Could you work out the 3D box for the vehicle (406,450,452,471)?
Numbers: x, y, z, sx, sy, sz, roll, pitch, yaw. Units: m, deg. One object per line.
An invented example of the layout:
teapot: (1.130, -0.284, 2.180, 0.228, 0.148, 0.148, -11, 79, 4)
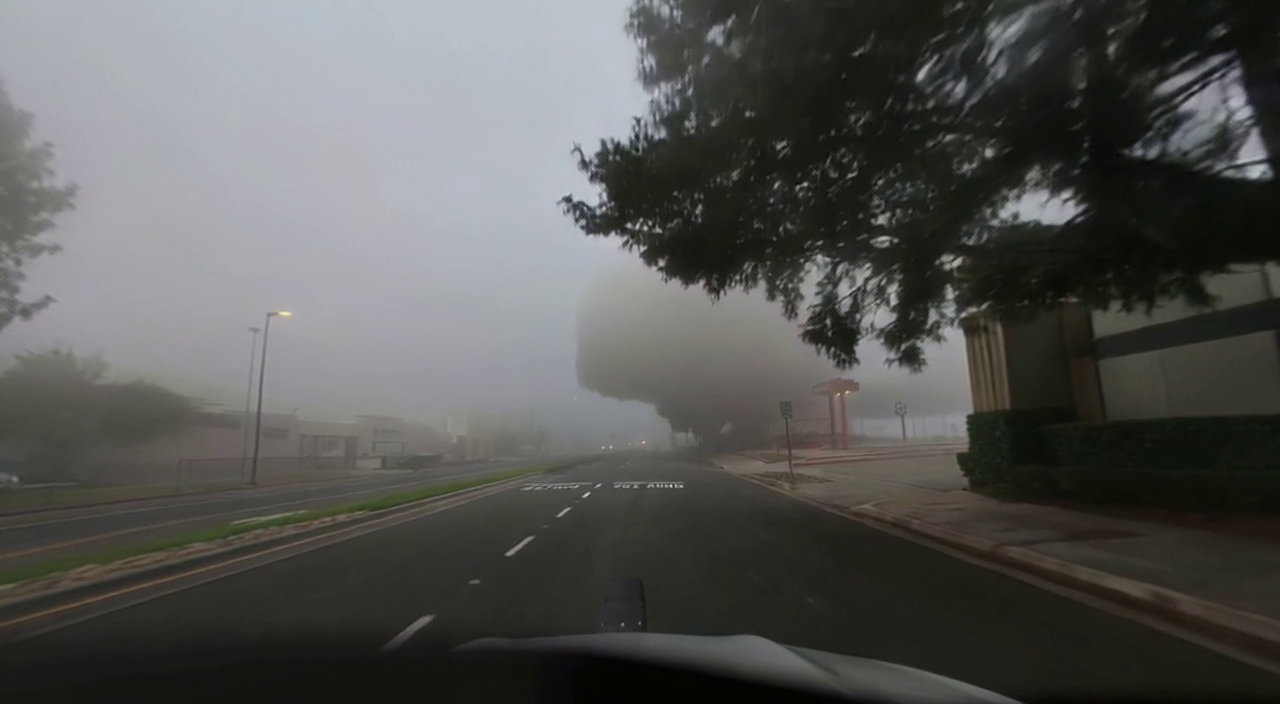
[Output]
vehicle: (-16.697, 8.601, 49.979, 1.861, 1.541, 4.530, -1, -9, 3)
